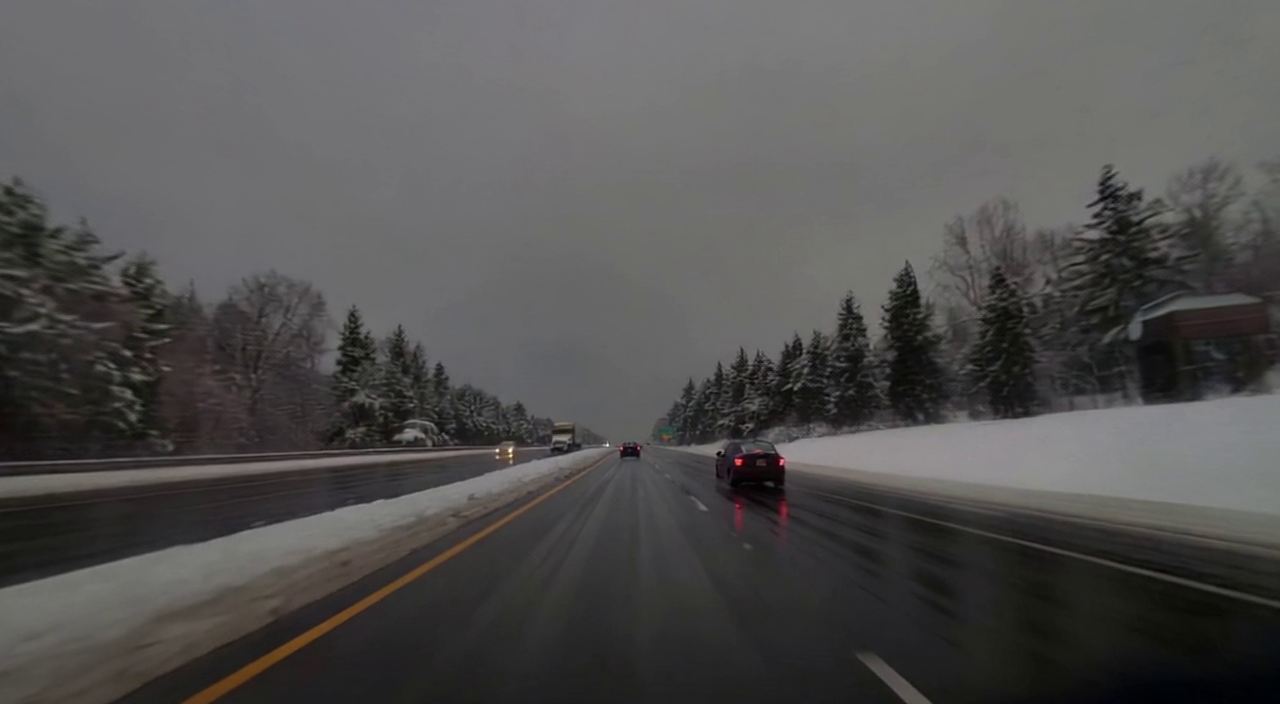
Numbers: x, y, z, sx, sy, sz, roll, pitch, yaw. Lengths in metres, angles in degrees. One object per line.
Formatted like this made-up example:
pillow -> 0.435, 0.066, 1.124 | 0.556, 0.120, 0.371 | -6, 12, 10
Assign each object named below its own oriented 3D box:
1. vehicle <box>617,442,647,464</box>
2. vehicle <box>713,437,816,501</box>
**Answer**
vehicle -> -0.610, 7.697, 48.258 | 2.178, 1.559, 4.254 | -1, -8, -1
vehicle -> 3.321, 3.187, 17.602 | 2.146, 1.546, 3.796 | -1, -8, 1
